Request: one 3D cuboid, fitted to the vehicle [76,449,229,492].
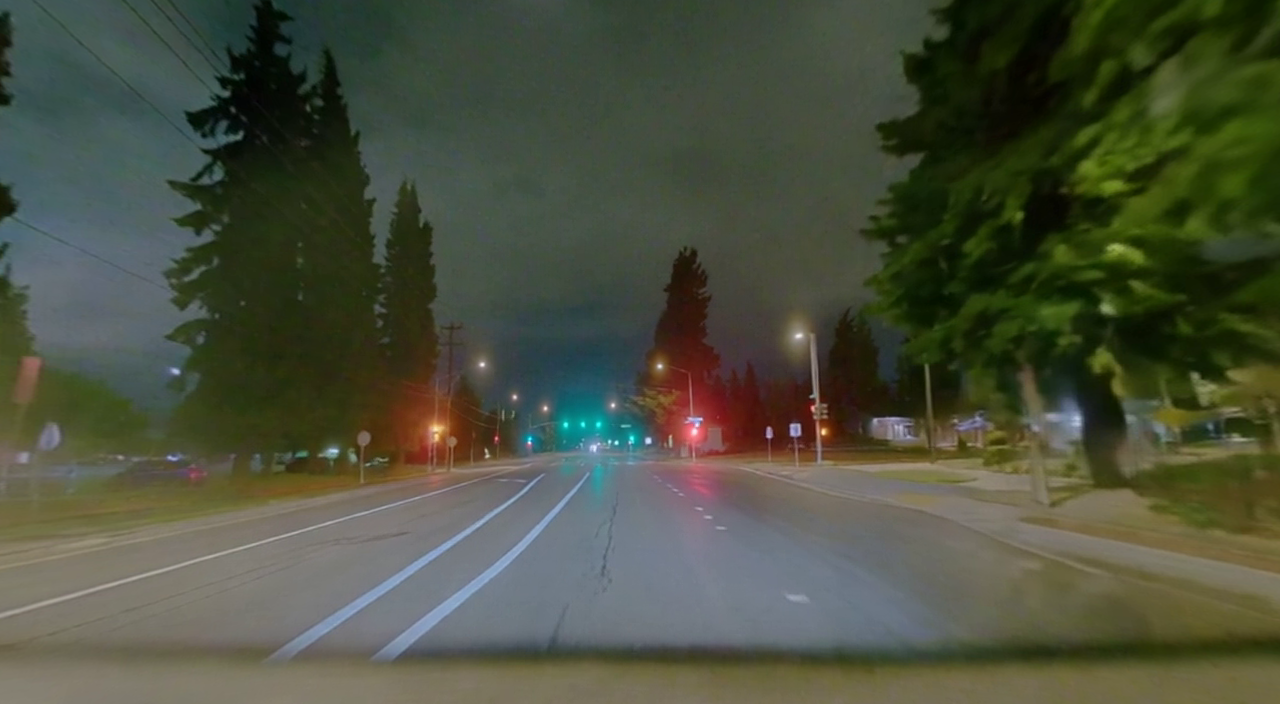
[{"bbox_3d":[-24.103,5.841,31.464,5.473,1.957,2.253,1,-9,-7],"label":"vehicle"}]

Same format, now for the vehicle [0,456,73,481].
[{"bbox_3d":[-40.163,7.588,41.079,4.333,1.513,2.071,2,-9,-12],"label":"vehicle"}]
